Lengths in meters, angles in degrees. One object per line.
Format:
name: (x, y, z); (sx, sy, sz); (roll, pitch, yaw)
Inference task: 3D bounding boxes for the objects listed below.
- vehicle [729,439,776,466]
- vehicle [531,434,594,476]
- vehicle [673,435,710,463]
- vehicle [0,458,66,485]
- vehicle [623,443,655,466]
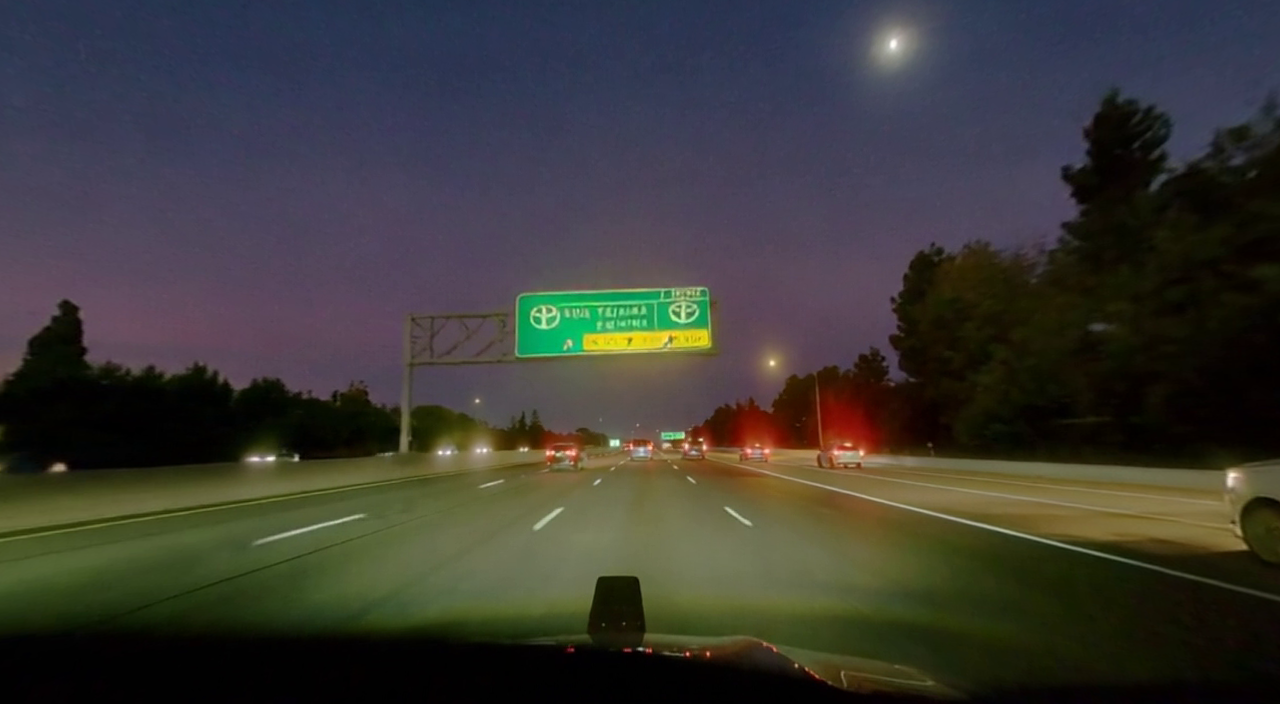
vehicle: (7.380, 6.622, 41.860); (2.196, 1.659, 4.451); (0, -8, -1)
vehicle: (-3.435, 4.669, 28.832); (2.118, 1.750, 4.875); (-1, -8, 2)
vehicle: (3.849, 7.433, 48.295); (2.348, 1.991, 5.460); (0, -8, 0)
vehicle: (-36.980, 7.045, 37.327); (1.826, 1.459, 4.329); (0, -8, 1)
vehicle: (-0.045, 6.790, 41.966); (2.050, 1.452, 3.917); (0, -8, 1)
